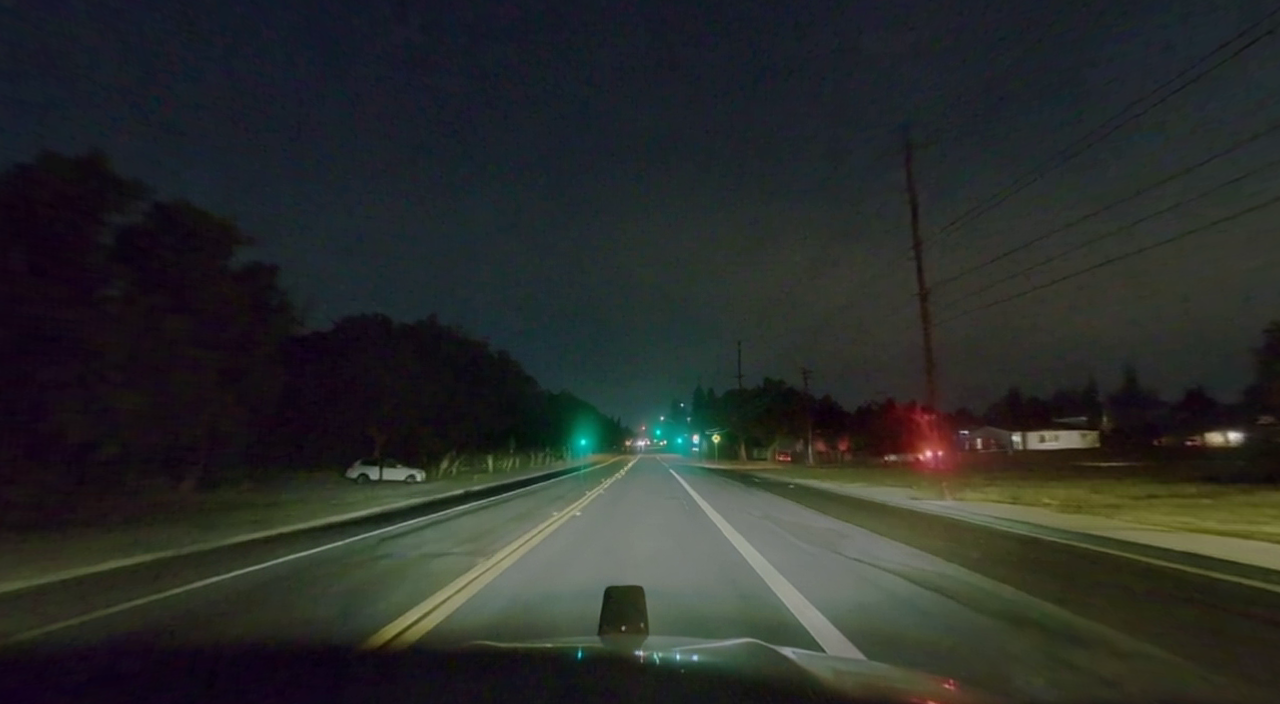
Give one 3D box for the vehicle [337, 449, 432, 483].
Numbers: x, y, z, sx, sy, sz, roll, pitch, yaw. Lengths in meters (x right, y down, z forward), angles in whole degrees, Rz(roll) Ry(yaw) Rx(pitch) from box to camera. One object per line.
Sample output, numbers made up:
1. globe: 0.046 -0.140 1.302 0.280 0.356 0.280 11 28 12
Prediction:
1. vehicle: -13.572 6.033 33.573 4.310 1.723 1.915 -2 -8 14
